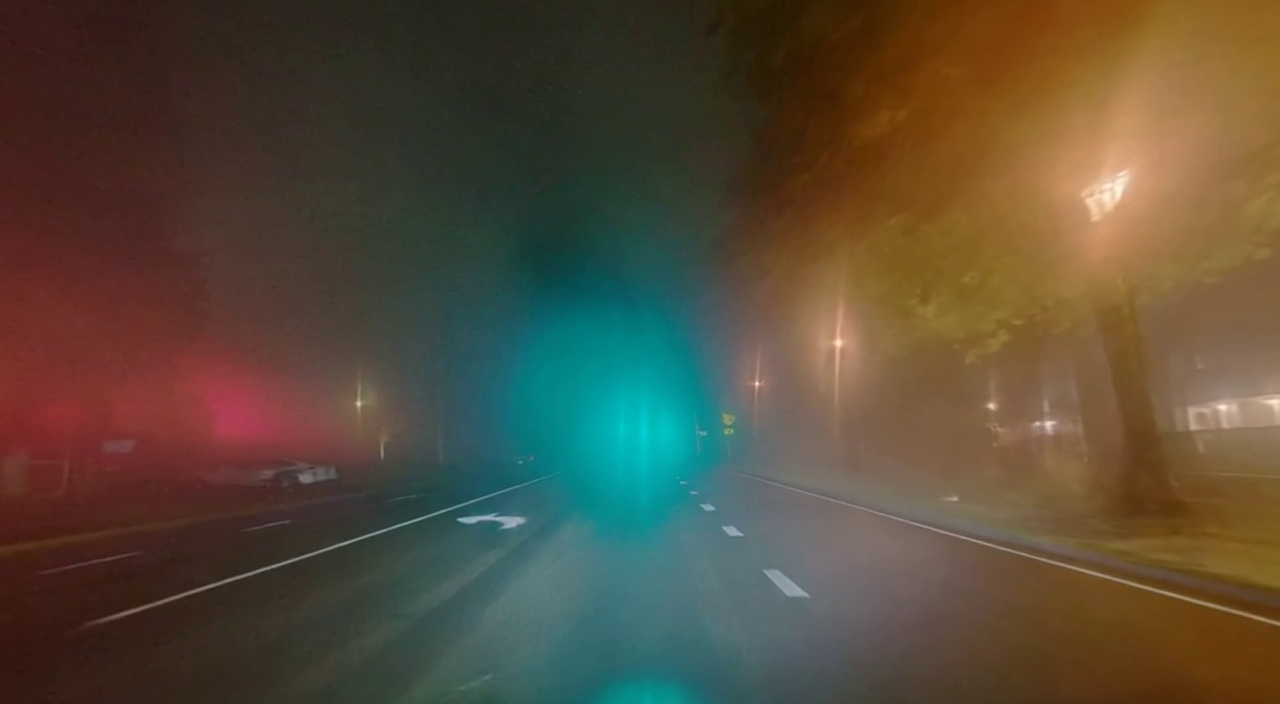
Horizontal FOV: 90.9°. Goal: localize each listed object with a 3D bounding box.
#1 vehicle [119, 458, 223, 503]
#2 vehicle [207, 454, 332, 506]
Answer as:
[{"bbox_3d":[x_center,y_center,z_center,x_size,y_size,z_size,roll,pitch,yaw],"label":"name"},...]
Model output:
[{"bbox_3d":[-19.317,5.265,26.178,2.012,1.572,3.830,1,-9,-13],"label":"vehicle"},{"bbox_3d":[-14.291,4.921,24.685,2.199,1.592,4.492,-4,-8,1],"label":"vehicle"}]
